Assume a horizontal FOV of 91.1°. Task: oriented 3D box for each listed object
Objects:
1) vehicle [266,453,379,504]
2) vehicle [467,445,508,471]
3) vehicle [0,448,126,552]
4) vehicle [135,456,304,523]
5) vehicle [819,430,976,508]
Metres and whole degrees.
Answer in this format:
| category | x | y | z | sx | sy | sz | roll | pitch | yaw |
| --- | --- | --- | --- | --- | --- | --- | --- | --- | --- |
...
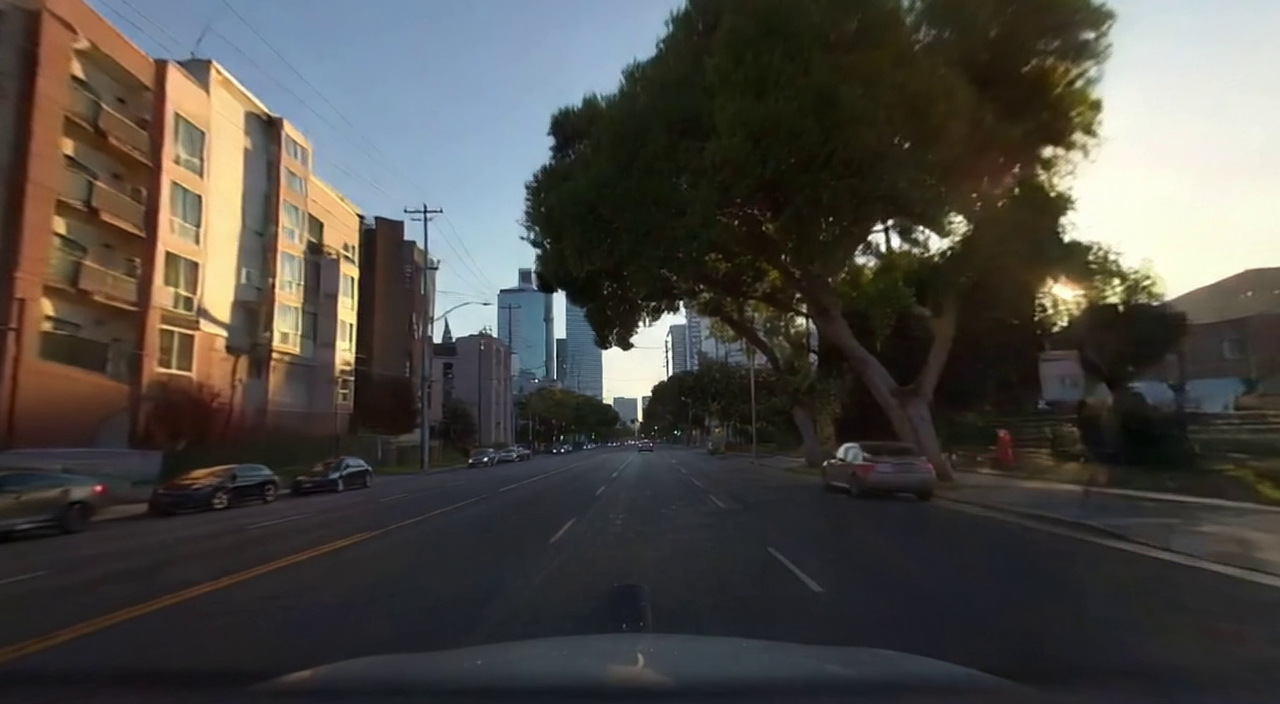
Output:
| category | x | y | z | sx | sy | sz | roll | pitch | yaw |
| --- | --- | --- | --- | --- | --- | --- | --- | --- | --- |
| vehicle | -11.935 | 4.734 | 23.995 | 1.902 | 1.525 | 4.821 | -4 | -8 | -1 |
| vehicle | -11.874 | 8.253 | 49.109 | 1.939 | 1.783 | 4.763 | -4 | -8 | 1 |
| vehicle | -11.963 | 2.656 | 11.115 | 1.979 | 1.759 | 4.435 | -4 | -8 | 0 |
| vehicle | -11.867 | 3.867 | 18.191 | 1.876 | 1.502 | 4.506 | -3 | -9 | -1 |
| vehicle | 6.669 | 3.078 | 17.133 | 2.078 | 1.766 | 5.474 | -1 | -8 | 2 |
